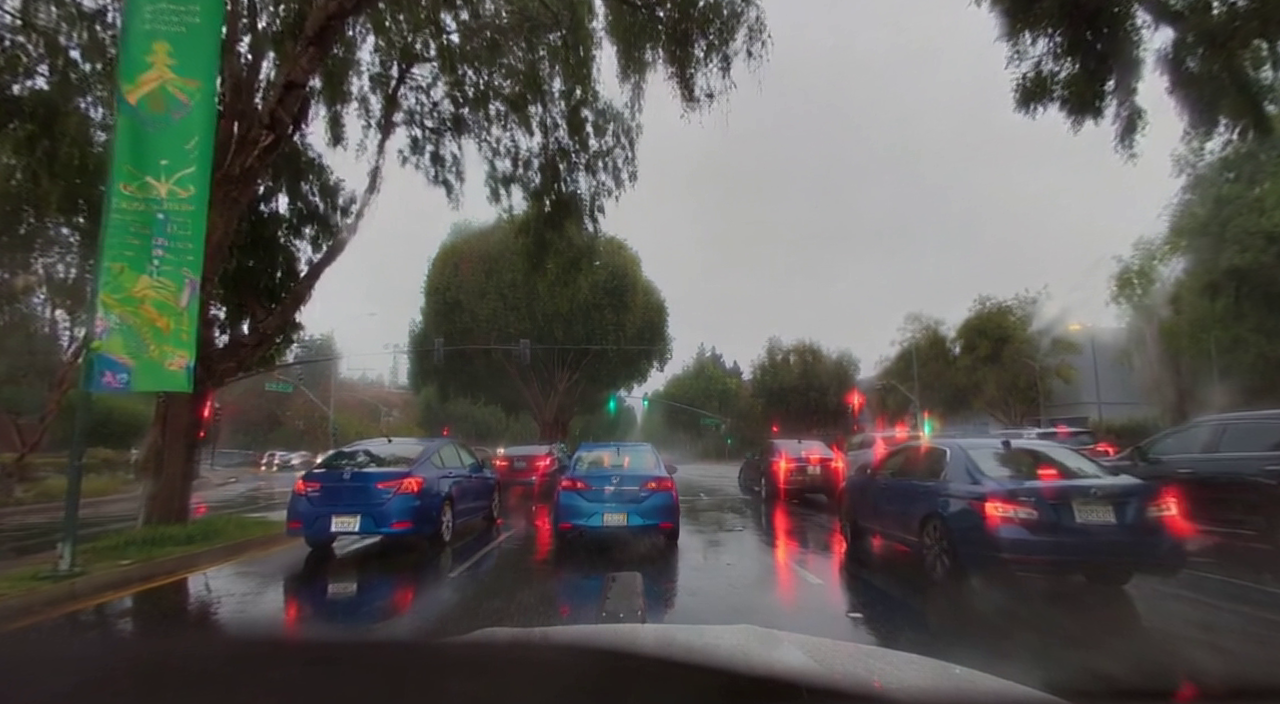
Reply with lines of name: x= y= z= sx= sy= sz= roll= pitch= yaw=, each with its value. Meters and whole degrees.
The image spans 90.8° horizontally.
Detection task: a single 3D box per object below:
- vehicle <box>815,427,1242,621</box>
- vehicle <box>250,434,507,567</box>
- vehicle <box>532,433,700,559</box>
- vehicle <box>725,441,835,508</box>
vehicle: x=3.617 y=1.657 z=7.151 sx=1.953 sy=1.471 sz=4.470 roll=0 pitch=-8 yaw=0
vehicle: x=-3.360 y=1.966 z=9.167 sx=1.929 sy=1.457 sz=4.136 roll=0 pitch=-8 yaw=0
vehicle: x=-0.303 y=1.985 z=9.400 sx=1.994 sy=1.479 sz=3.647 roll=0 pitch=-8 yaw=-1
vehicle: x=3.423 y=3.049 z=16.215 sx=1.852 sy=1.498 sz=3.825 roll=0 pitch=-8 yaw=-1
